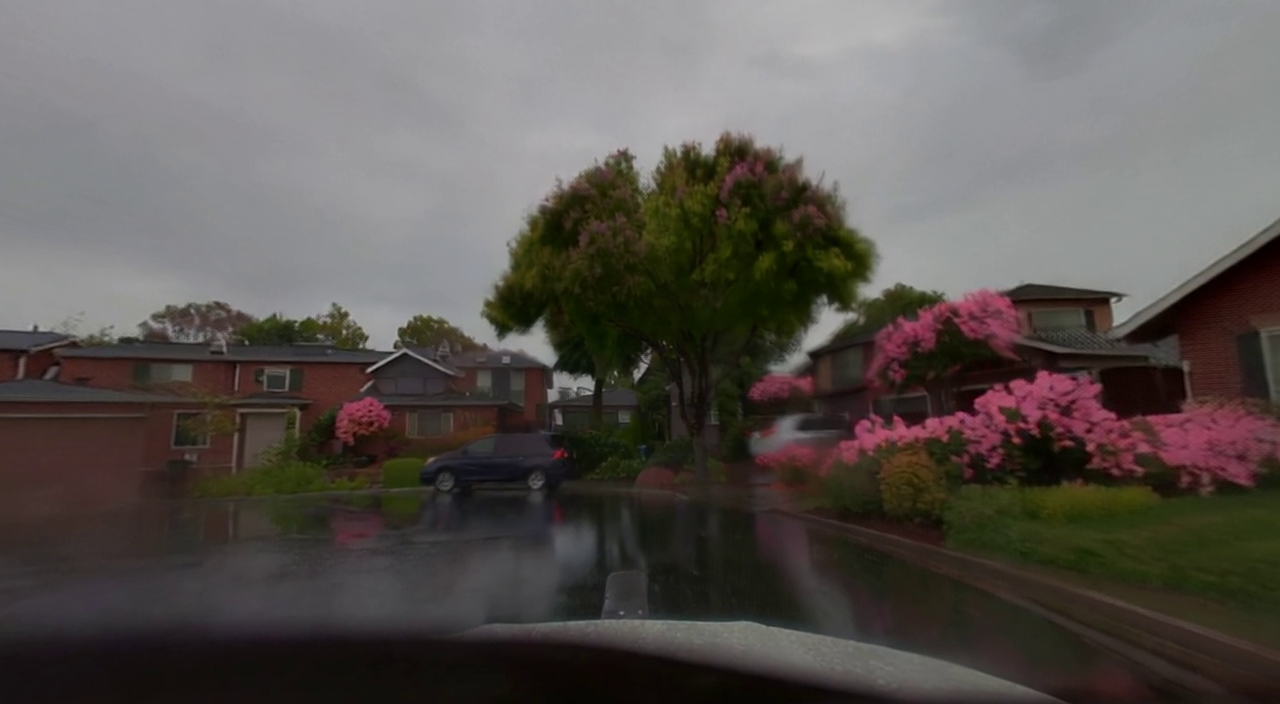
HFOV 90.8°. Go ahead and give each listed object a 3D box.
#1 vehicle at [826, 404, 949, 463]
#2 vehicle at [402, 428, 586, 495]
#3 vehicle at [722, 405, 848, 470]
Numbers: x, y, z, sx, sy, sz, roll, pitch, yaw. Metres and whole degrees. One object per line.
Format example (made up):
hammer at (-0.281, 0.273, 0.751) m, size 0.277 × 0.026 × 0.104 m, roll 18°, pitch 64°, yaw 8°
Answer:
vehicle at (8.454, 2.785, 21.426) m, size 4.495 × 1.773 × 2.152 m, roll 8°, pitch -11°, yaw -44°
vehicle at (-4.260, 3.224, 18.856) m, size 4.815 × 1.827 × 2.147 m, roll -1°, pitch -9°, yaw 10°
vehicle at (5.135, 2.922, 22.016) m, size 2.310 × 1.701 × 4.280 m, roll -9°, pitch -5°, yaw 42°
